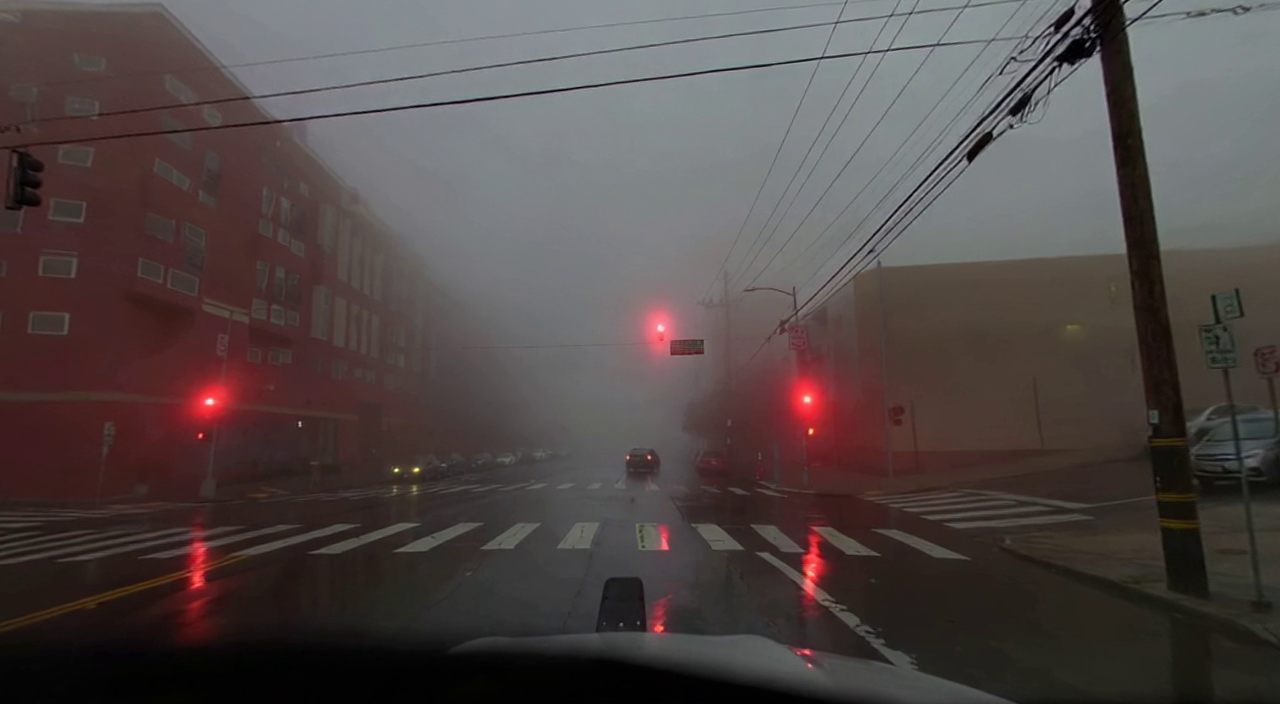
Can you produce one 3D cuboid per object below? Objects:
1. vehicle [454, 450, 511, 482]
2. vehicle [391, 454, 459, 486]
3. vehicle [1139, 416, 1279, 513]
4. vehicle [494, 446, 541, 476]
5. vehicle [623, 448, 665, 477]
[{"bbox_3d":[-8.720,6.326,35.292,2.020,1.672,3.842,0,-9,3],"label":"vehicle"},{"bbox_3d":[-12.018,6.599,35.573,1.943,1.574,4.727,0,-9,3],"label":"vehicle"},{"bbox_3d":[12.633,2.232,12.750,3.234,1.746,1.941,-3,-10,2],"label":"vehicle"},{"bbox_3d":[-8.201,7.319,42.536,2.096,1.830,4.752,0,-9,2],"label":"vehicle"},{"bbox_3d":[0.323,6.641,38.140,2.120,1.650,4.525,0,-9,5],"label":"vehicle"}]
